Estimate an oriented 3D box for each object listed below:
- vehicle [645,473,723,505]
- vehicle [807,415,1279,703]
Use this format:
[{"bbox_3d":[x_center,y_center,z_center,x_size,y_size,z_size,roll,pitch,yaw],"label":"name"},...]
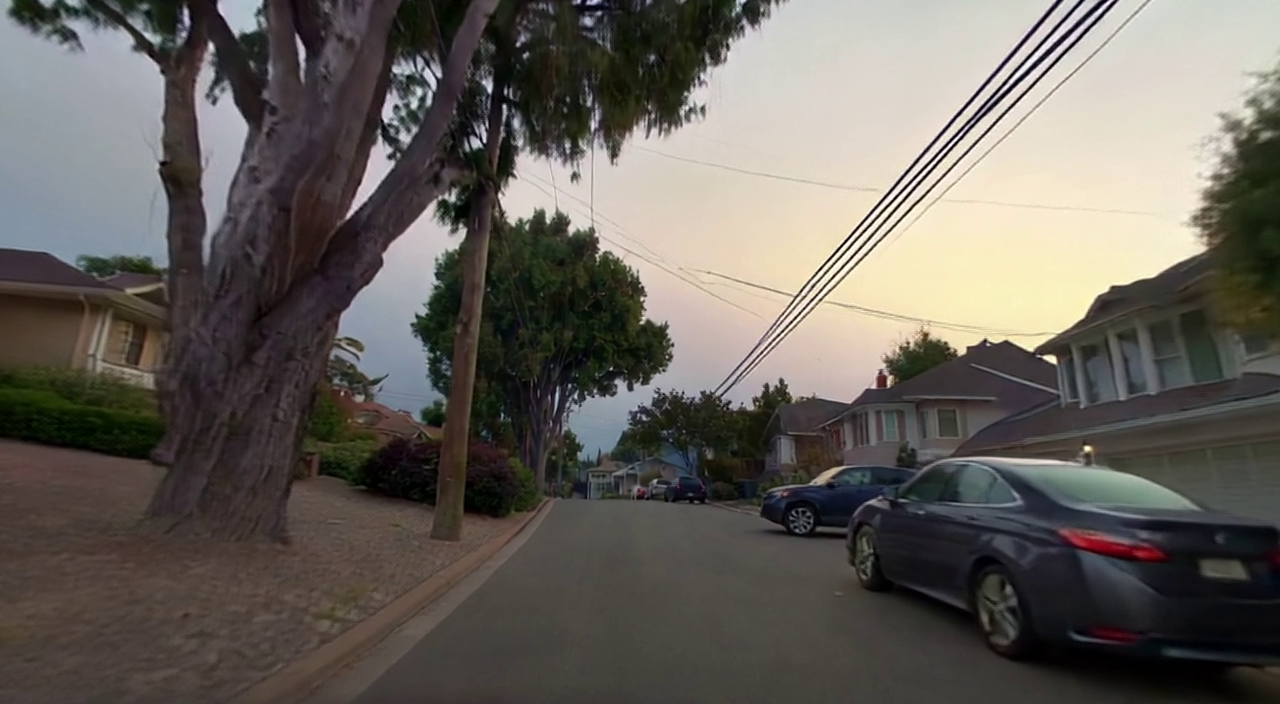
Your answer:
[{"bbox_3d":[2.661,8.370,38.678,4.413,1.728,1.869,1,-9,-9],"label":"vehicle"},{"bbox_3d":[3.241,1.418,5.091,2.133,1.566,4.737,1,-9,-5],"label":"vehicle"}]
